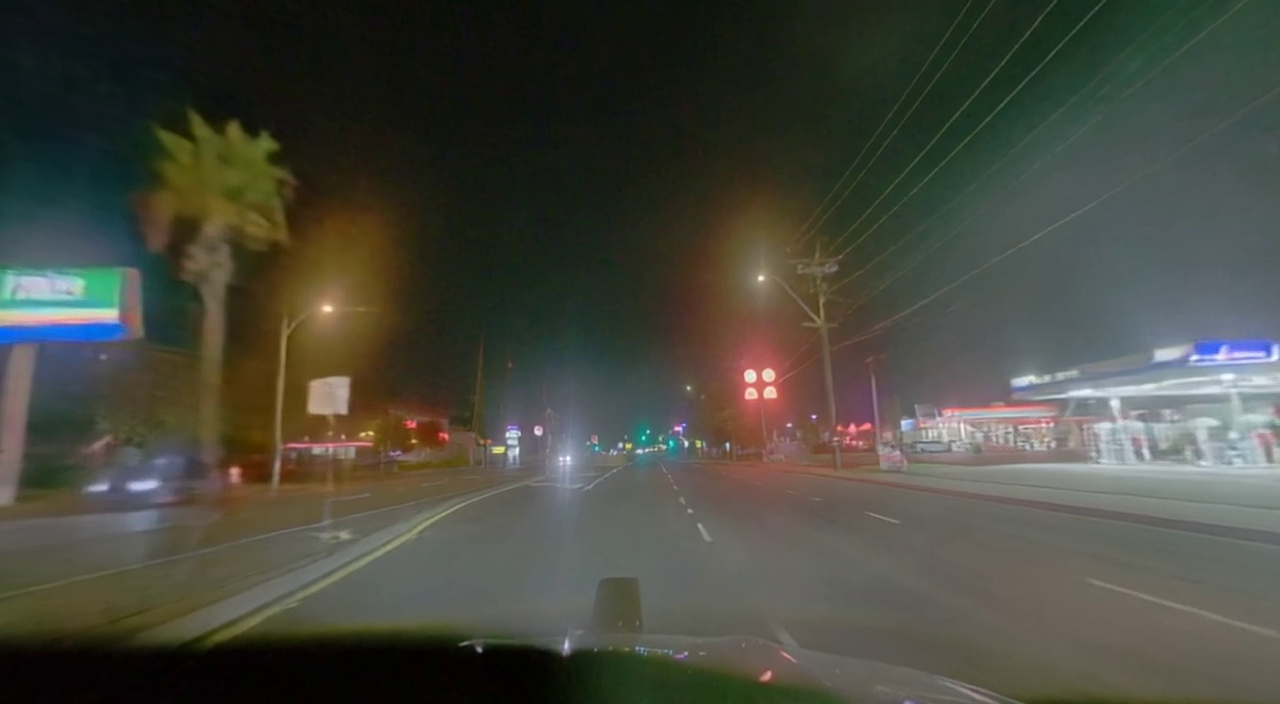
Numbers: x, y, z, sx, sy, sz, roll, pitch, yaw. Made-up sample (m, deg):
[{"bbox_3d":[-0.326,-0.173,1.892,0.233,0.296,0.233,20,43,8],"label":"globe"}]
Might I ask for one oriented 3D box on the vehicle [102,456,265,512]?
[{"bbox_3d":[-14.405,4.141,20.357,1.924,1.528,4.416,0,-9,0],"label":"vehicle"}]
